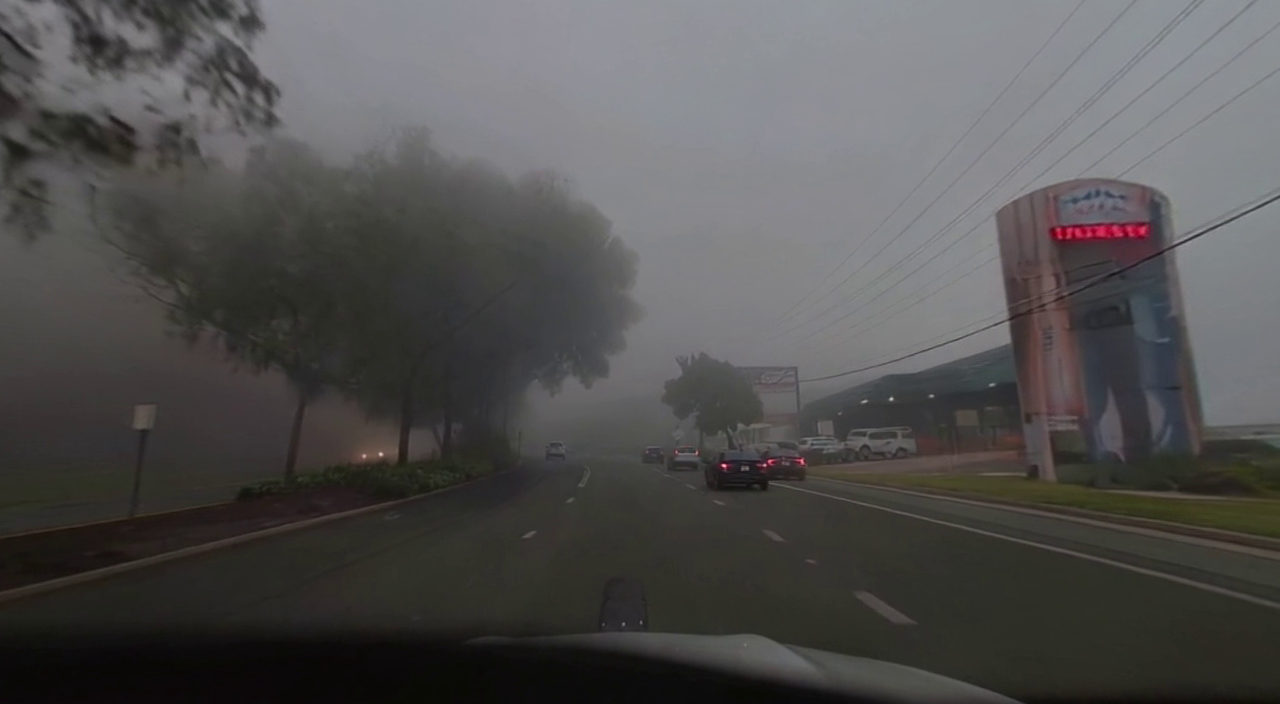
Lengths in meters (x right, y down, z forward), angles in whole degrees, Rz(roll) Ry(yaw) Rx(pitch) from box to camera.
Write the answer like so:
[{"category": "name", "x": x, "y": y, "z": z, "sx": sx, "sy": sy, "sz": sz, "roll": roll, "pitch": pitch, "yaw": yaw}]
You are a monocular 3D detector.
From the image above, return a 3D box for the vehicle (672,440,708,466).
[{"category": "vehicle", "x": 3.572, "y": 7.338, "z": 46.003, "sx": 2.250, "sy": 1.723, "sz": 4.424, "roll": 0, "pitch": -8, "yaw": 0}]

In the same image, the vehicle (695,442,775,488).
[{"category": "vehicle", "x": 3.277, "y": 3.991, "z": 22.675, "sx": 2.130, "sy": 1.476, "sz": 4.453, "roll": 0, "pitch": -8, "yaw": -1}]
